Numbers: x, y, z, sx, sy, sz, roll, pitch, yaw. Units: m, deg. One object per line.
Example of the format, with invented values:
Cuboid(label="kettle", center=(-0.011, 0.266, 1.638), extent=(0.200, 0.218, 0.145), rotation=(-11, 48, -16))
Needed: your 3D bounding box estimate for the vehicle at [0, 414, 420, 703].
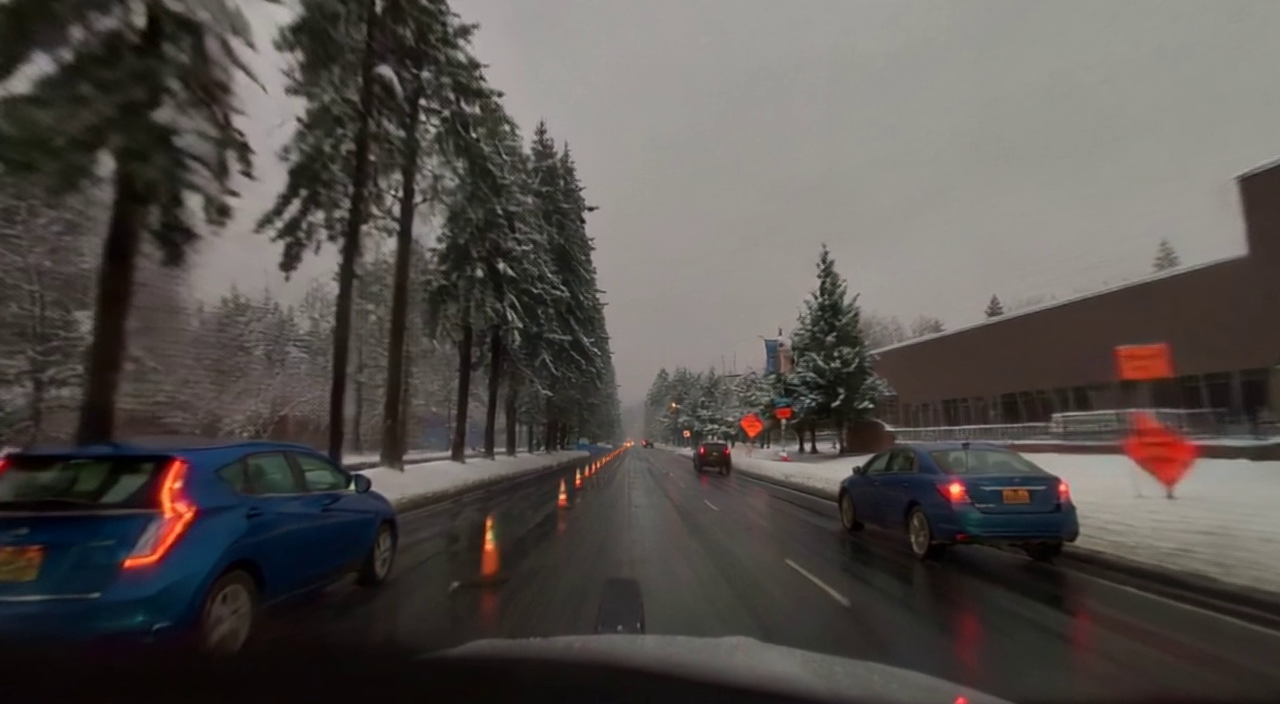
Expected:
Cuboid(label="vehicle", center=(-3.464, 1.345, 5.004), extent=(2.020, 1.474, 4.098), rotation=(0, -9, -1))

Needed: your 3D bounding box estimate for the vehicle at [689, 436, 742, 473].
Cuboid(label="vehicle", center=(3.974, 5.519, 34.141), extent=(2.159, 1.793, 4.735), rotation=(0, -9, -1))

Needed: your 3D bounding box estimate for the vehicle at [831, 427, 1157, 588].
Cuboid(label="vehicle", center=(3.924, 1.755, 7.897), extent=(1.827, 1.491, 3.743), rotation=(0, -9, -1))
